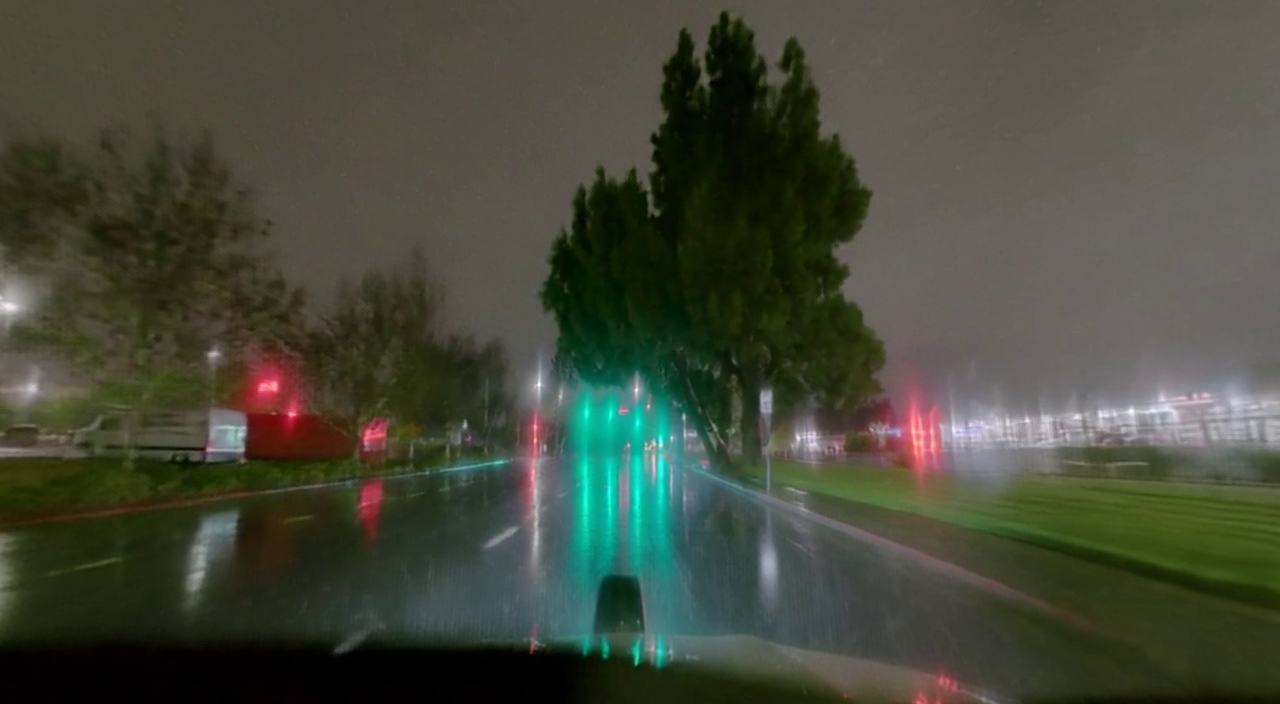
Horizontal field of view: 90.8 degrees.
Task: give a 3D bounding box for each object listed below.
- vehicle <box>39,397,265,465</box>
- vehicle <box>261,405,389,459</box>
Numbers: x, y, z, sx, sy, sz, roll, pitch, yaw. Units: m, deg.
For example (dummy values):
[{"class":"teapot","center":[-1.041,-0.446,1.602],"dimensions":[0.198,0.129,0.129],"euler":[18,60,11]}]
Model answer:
[{"class":"vehicle","center":[-19.590,3.228,25.743],"dimensions":[6.919,2.613,2.356],"euler":[0,-9,-4]},{"class":"vehicle","center":[-19.764,5.098,39.924],"dimensions":[6.595,3.267,2.535],"euler":[0,-8,0]}]
